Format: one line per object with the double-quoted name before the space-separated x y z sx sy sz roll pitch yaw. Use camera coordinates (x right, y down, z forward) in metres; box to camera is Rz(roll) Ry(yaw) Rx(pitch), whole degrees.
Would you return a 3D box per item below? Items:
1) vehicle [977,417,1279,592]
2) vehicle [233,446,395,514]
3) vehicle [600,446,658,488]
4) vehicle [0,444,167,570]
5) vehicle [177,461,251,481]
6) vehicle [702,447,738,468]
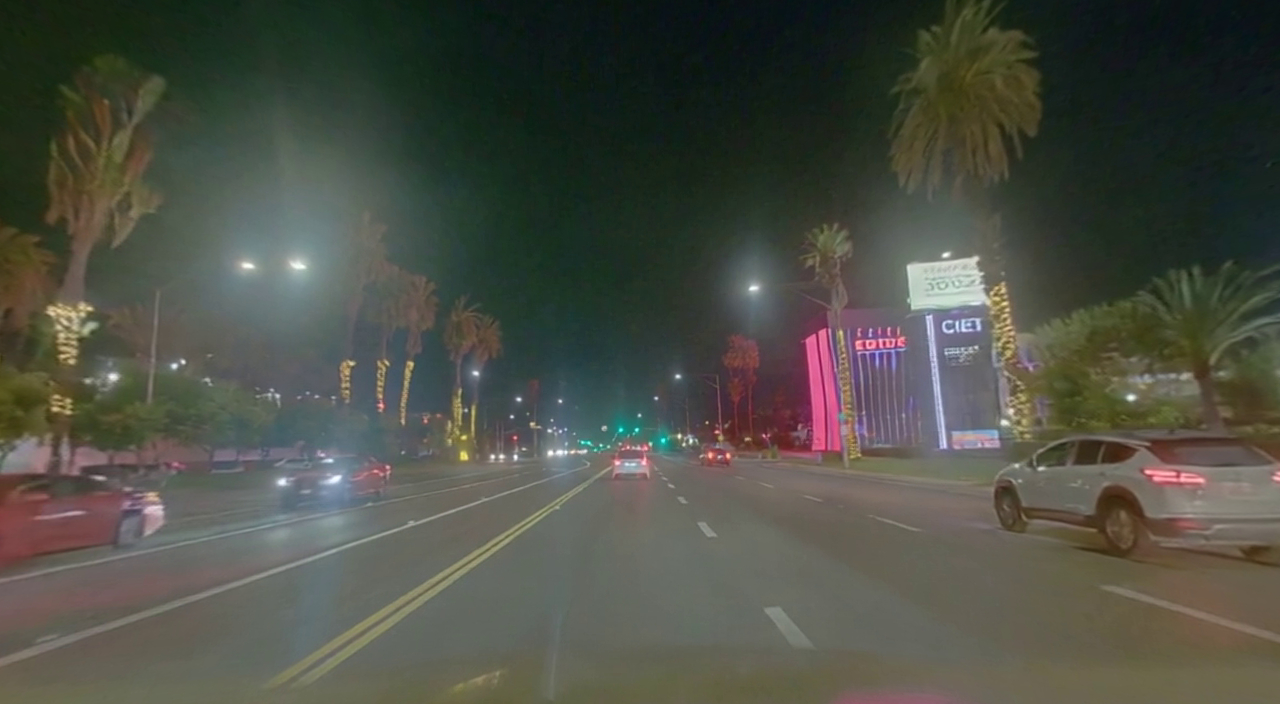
"vehicle" 6.390 1.747 7.998 1.949 1.647 3.894 0 -9 -1
"vehicle" -8.527 3.338 17.018 1.930 1.478 4.552 -1 -8 0
"vehicle" -0.398 4.184 23.195 1.970 1.402 3.756 0 -9 -1
"vehicle" -8.687 1.925 7.845 2.088 1.471 4.534 -1 -8 0
"vehicle" -33.498 9.364 49.555 4.389 1.448 1.925 0 -9 2
"vehicle" 5.825 7.745 46.361 1.970 1.461 4.267 0 -9 -2
